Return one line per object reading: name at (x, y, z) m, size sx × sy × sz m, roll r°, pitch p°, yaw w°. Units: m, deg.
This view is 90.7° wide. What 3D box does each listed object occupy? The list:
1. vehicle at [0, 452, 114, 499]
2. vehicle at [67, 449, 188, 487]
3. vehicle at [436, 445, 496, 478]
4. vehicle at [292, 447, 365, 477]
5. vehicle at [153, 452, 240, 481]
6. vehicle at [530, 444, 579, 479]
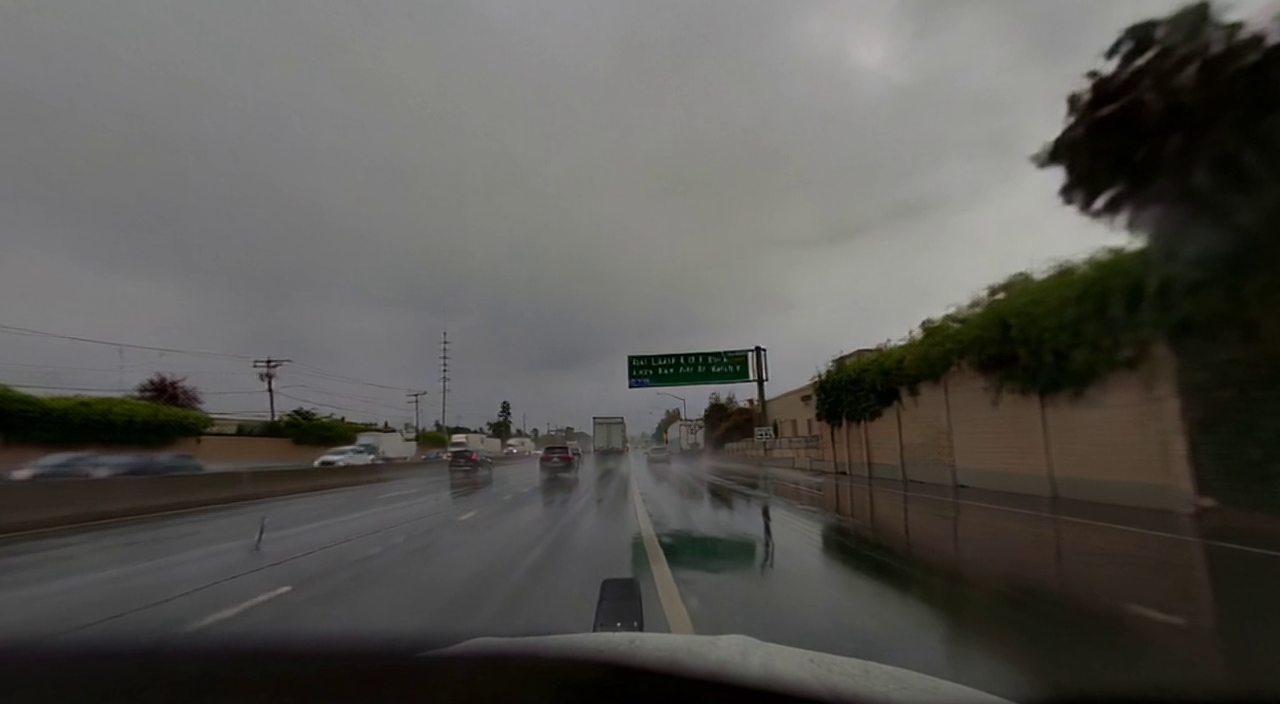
vehicle at (-21.613, 4.344, 22.676) m, size 1.867 × 1.493 × 4.311 m, roll 0°, pitch -9°, yaw -1°
vehicle at (-25.353, 5.728, 31.590) m, size 1.941 × 1.702 × 4.949 m, roll 0°, pitch -9°, yaw -2°
vehicle at (-9.672, 6.112, 35.586) m, size 2.129 × 1.717 × 4.593 m, roll 0°, pitch -9°, yaw -1°
vehicle at (-18.390, 6.511, 37.643) m, size 2.030 × 1.629 × 4.673 m, roll 0°, pitch -9°, yaw -1°
vehicle at (-25.445, 6.550, 36.490) m, size 2.089 × 1.529 × 4.075 m, roll 0°, pitch -9°, yaw -1°
vehicle at (-4.293, 5.557, 32.357) m, size 2.132 × 1.679 × 4.045 m, roll 0°, pitch -9°, yaw -3°
